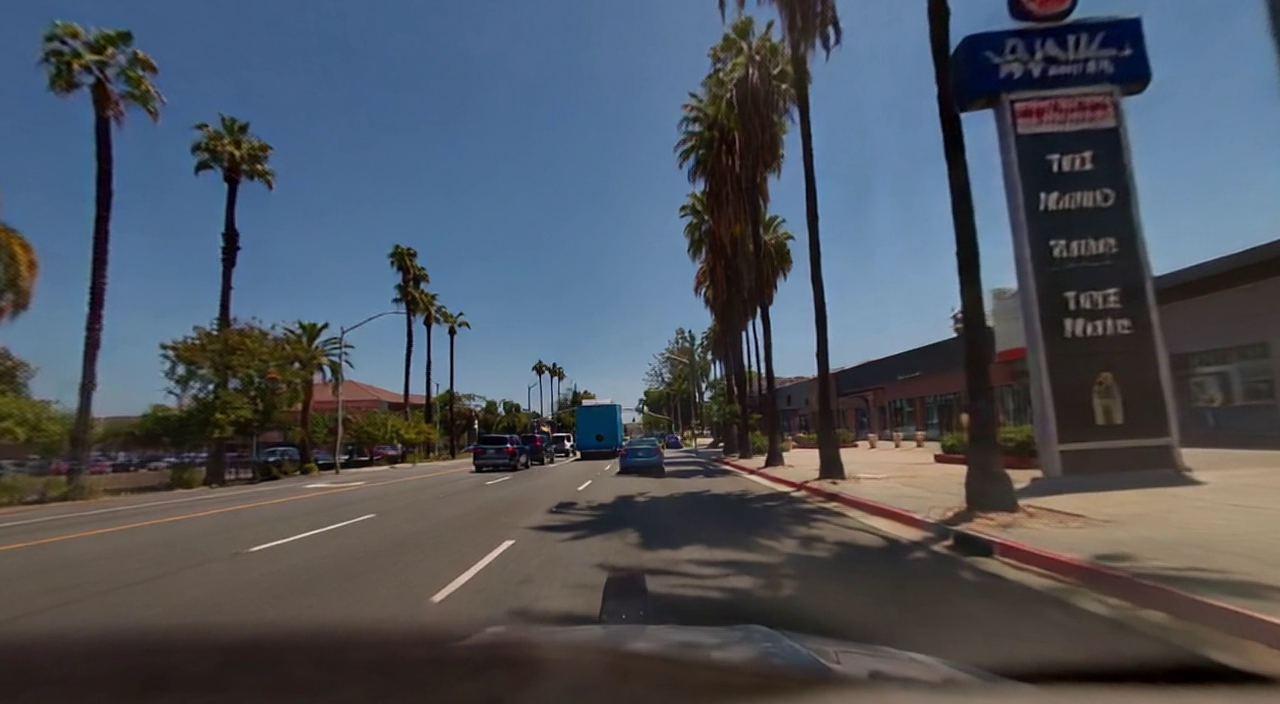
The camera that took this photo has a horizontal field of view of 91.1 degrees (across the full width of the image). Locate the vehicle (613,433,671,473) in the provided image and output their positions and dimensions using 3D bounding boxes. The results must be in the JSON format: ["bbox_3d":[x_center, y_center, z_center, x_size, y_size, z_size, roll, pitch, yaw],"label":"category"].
[{"bbox_3d":[0.114,4.103,25.613,2.144,1.514,4.063,0,-9,1],"label":"vehicle"}]

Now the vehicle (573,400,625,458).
[{"bbox_3d":[-2.966,6.163,48.945,2.992,3.949,11.815,0,-9,1],"label":"vehicle"}]

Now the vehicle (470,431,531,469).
[{"bbox_3d":[-7.060,5.023,32.246,2.014,1.830,4.281,0,-9,2],"label":"vehicle"}]
